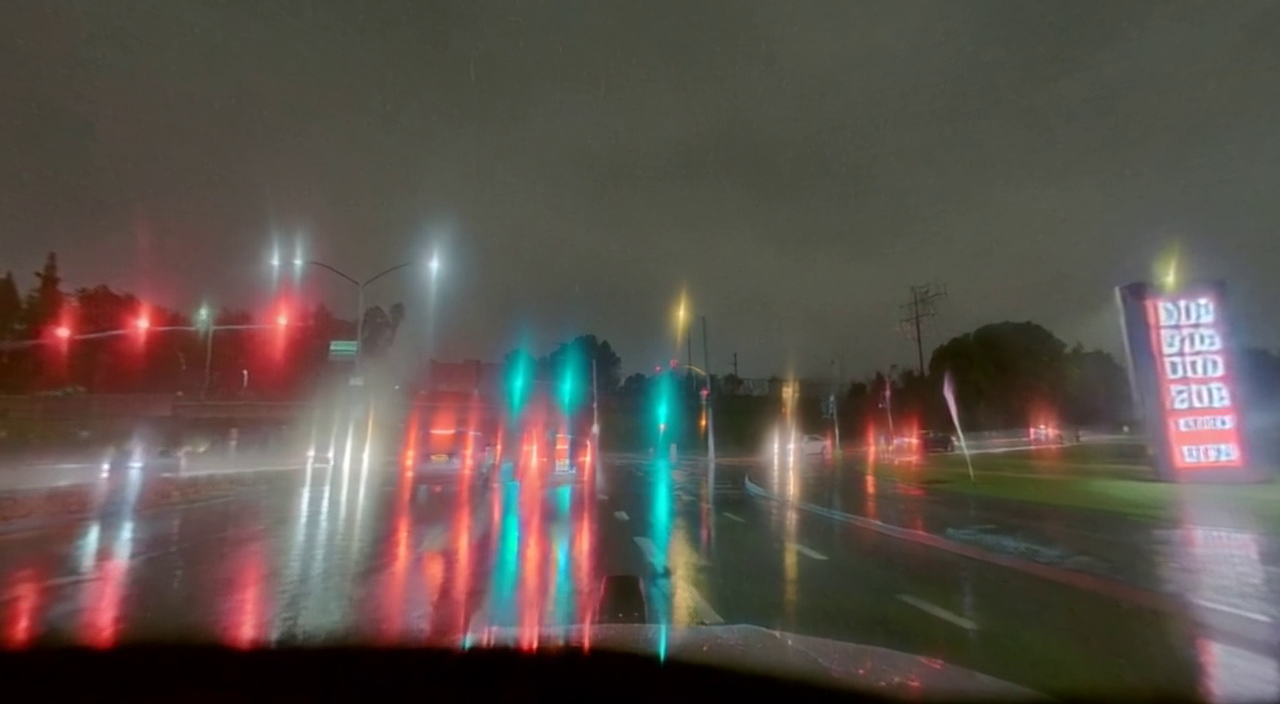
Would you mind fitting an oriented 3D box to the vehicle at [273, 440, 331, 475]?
[{"bbox_3d":[-21.224,6.686,39.810,1.863,1.722,4.328,-8,-10,-11],"label":"vehicle"}]

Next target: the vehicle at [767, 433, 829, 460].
[{"bbox_3d":[10.172,6.059,40.495,4.166,1.622,1.908,8,-12,-44],"label":"vehicle"}]

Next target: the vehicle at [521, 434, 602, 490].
[{"bbox_3d":[-2.397,3.337,19.497,2.176,1.489,4.518,1,-9,-6],"label":"vehicle"}]

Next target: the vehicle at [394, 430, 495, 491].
[{"bbox_3d":[-5.782,3.262,19.340,2.057,1.610,4.891,1,-9,-7],"label":"vehicle"}]

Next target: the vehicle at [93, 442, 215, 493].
[{"bbox_3d":[-18.835,4.441,24.743,1.985,1.537,4.013,-3,-6,-7],"label":"vehicle"}]
